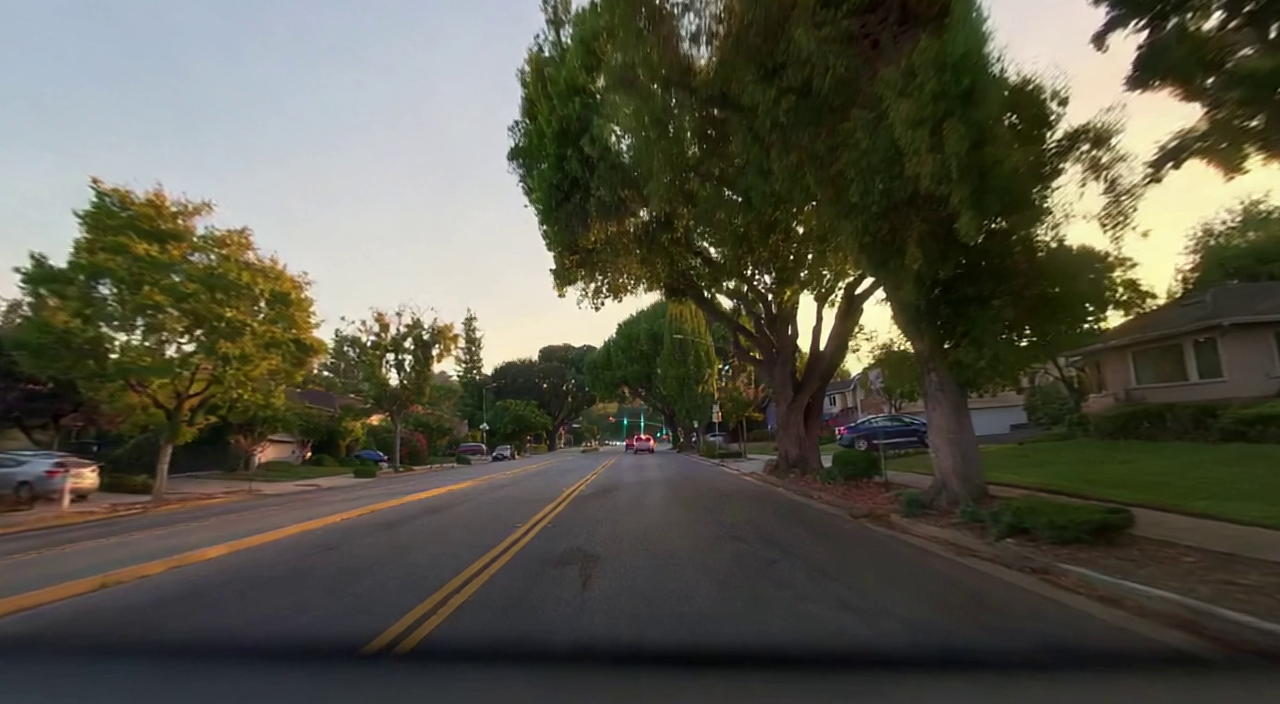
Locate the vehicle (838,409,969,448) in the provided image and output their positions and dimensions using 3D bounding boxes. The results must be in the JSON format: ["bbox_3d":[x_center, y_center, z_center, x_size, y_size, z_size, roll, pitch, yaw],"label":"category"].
[{"bbox_3d":[11.363,3.396,27.564,4.996,1.563,1.984,-3,-9,15],"label":"vehicle"}]

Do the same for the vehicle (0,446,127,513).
[{"bbox_3d":[-19.675,4.203,21.263,1.926,2.039,3.339,0,-8,-4],"label":"vehicle"}]
